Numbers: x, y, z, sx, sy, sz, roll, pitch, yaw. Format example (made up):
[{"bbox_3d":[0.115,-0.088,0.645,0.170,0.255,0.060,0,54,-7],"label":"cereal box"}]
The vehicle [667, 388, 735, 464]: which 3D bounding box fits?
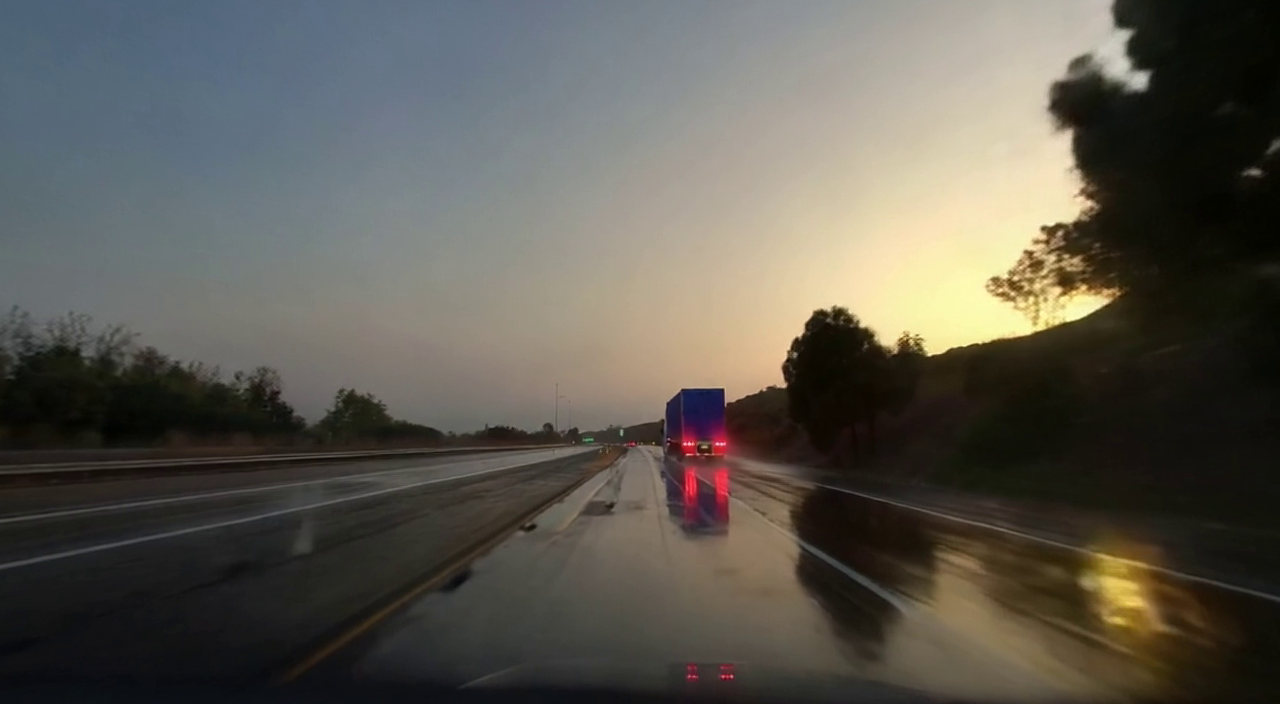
[{"bbox_3d":[3.973,5.417,44.786,3.615,4.578,13.539,0,-8,1],"label":"vehicle"}]
